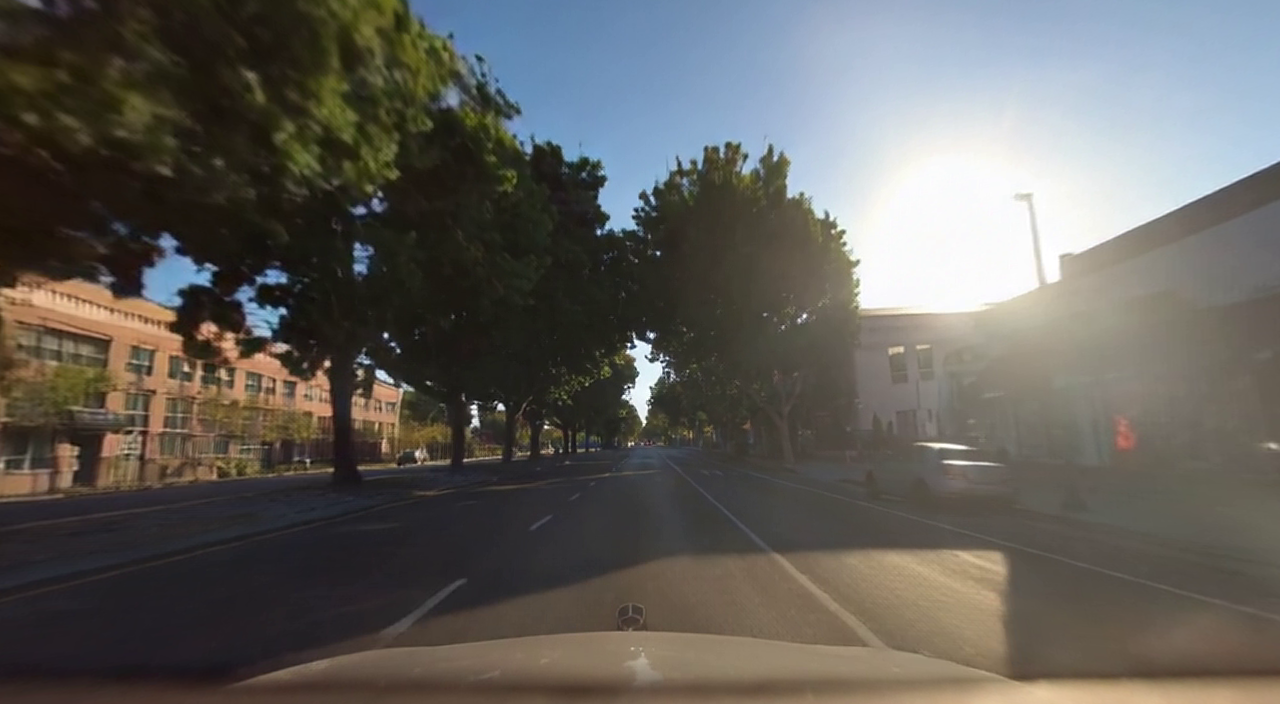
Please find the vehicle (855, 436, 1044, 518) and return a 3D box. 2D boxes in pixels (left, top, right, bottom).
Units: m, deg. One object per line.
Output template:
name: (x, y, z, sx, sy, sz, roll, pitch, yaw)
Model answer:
vehicle: (6.618, 2.675, 14.210, 1.923, 1.498, 4.676, 1, -8, 0)
